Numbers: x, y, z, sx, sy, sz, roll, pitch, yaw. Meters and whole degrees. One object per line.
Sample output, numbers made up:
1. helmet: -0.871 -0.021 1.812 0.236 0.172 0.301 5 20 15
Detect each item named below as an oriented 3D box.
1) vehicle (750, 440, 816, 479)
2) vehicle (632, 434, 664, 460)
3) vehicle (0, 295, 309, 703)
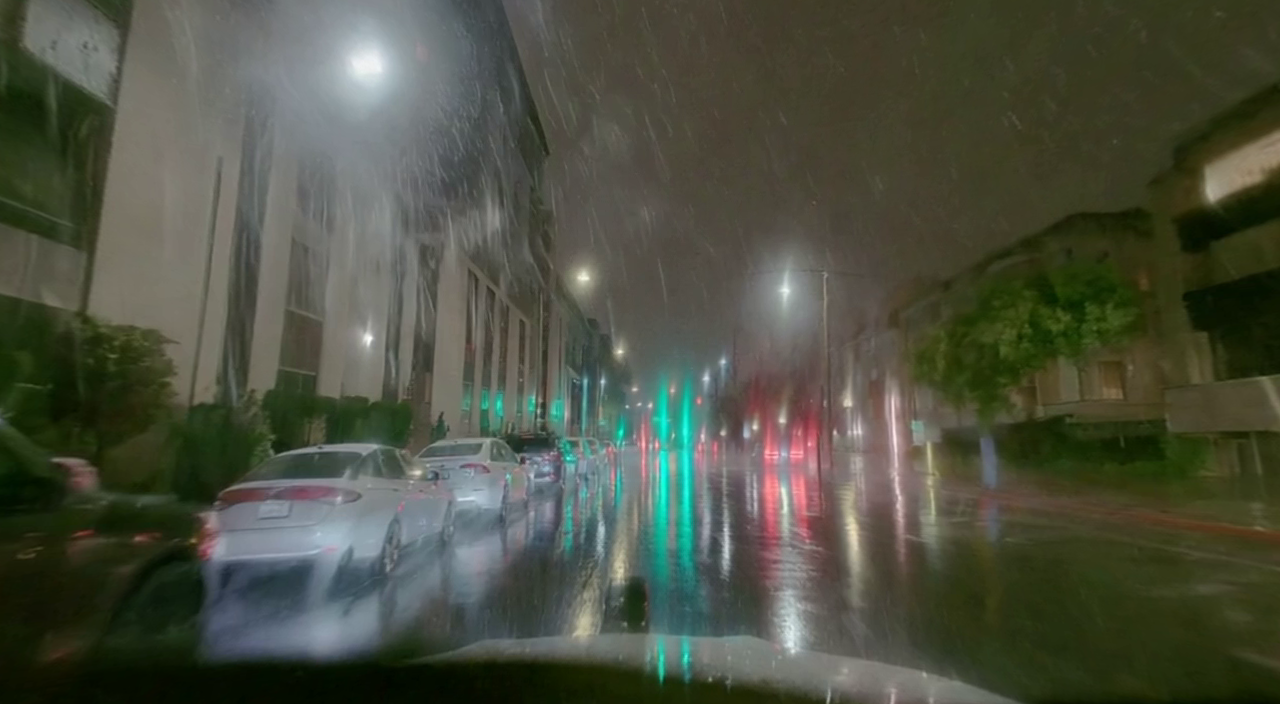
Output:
1. vehicle: 5.753 4.341 25.760 1.799 1.463 3.464 0 -8 -1
2. vehicle: 0.621 6.752 44.820 2.122 1.689 3.885 -1 -8 2
3. vehicle: -3.164 0.568 1.289 2.096 1.709 4.989 -1 -9 2
